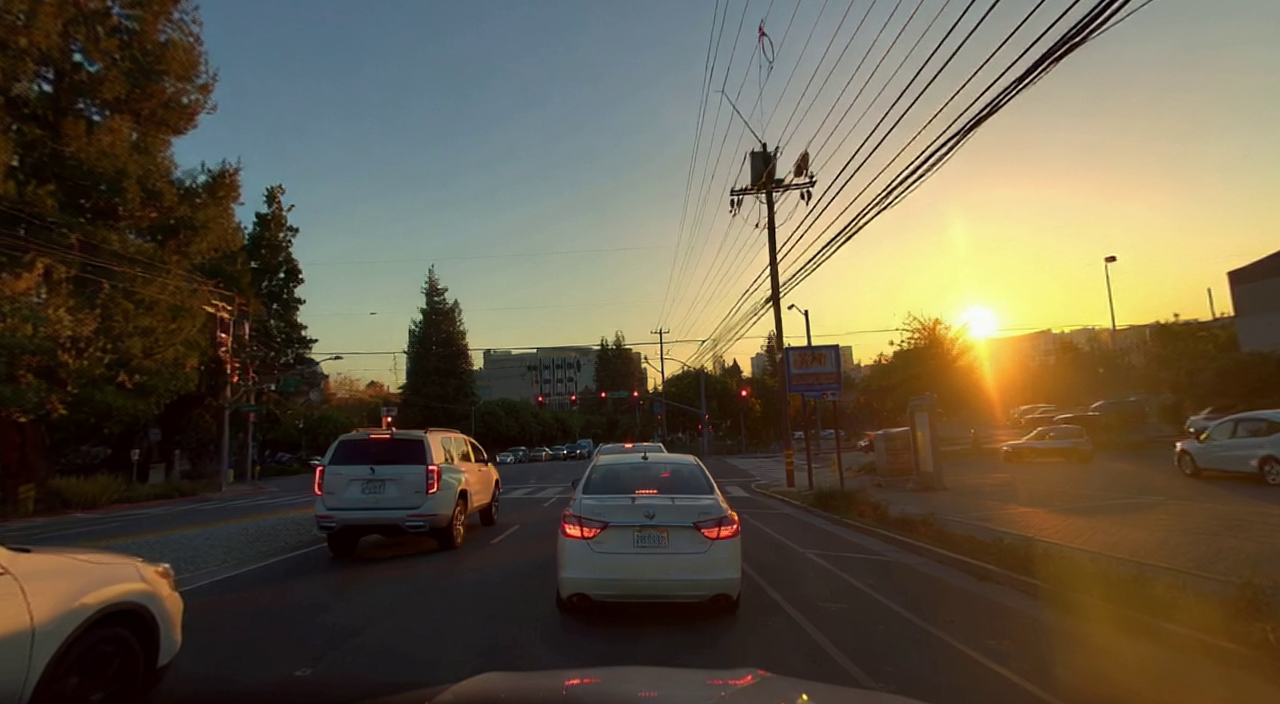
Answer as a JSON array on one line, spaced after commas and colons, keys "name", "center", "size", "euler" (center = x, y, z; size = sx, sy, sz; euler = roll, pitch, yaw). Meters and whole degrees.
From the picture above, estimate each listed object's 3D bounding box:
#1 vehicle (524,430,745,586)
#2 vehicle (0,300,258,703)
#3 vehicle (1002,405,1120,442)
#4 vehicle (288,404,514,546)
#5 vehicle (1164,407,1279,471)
[{"name": "vehicle", "center": [-0.106, 1.800, 8.138], "size": [2.121, 1.474, 3.968], "euler": [0, -8, -2]}, {"name": "vehicle", "center": [-3.590, 0.630, 1.521], "size": [2.085, 1.943, 5.053], "euler": [0, -8, 1]}, {"name": "vehicle", "center": [26.888, 4.630, 40.508], "size": [5.782, 2.286, 2.223], "euler": [-1, -9, 5]}, {"name": "vehicle", "center": [-3.847, 2.086, 11.367], "size": [2.147, 1.963, 4.927], "euler": [0, -8, -1]}, {"name": "vehicle", "center": [17.018, 2.542, 18.268], "size": [1.858, 1.622, 4.491], "euler": [-5, -10, 28]}]
